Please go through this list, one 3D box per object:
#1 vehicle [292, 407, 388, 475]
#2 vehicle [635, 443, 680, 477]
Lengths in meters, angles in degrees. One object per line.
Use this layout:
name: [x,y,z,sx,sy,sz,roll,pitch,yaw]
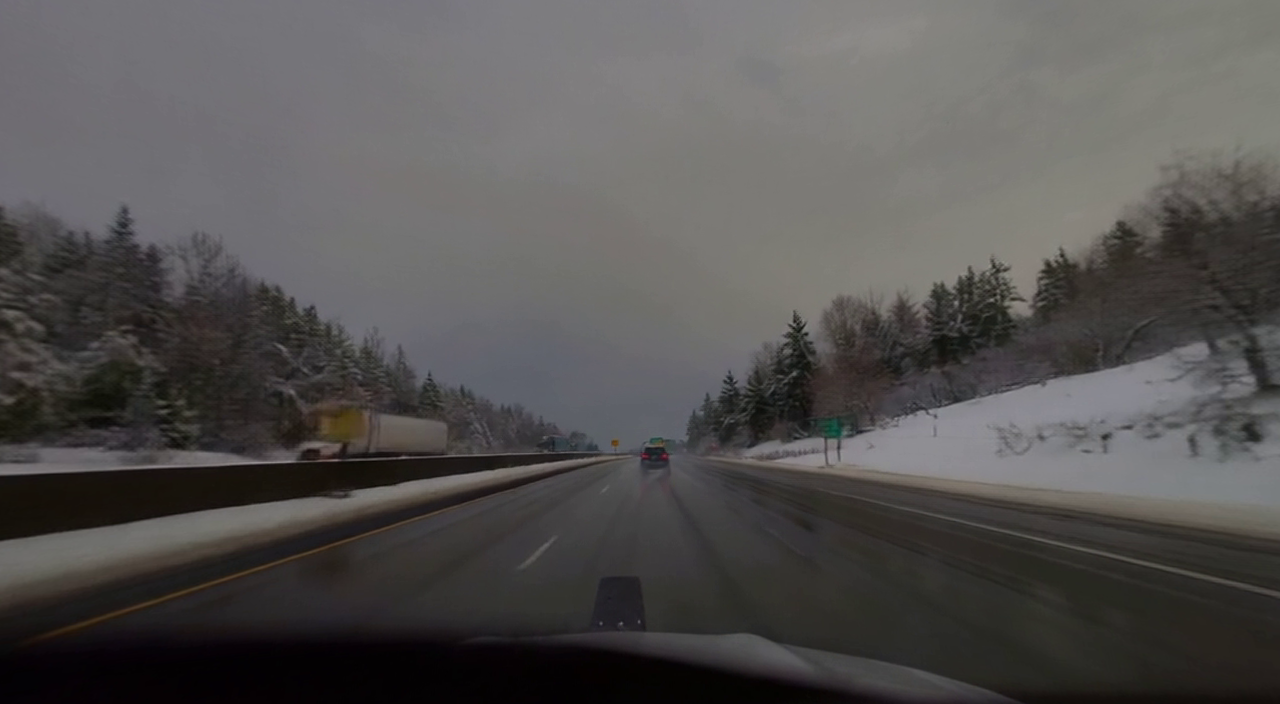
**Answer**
vehicle: [-18.795,5.695,40.027,2.989,3.992,5.889,0,-9,0]
vehicle: [0.886,5.749,33.764,2.231,1.652,4.503,0,-9,0]
